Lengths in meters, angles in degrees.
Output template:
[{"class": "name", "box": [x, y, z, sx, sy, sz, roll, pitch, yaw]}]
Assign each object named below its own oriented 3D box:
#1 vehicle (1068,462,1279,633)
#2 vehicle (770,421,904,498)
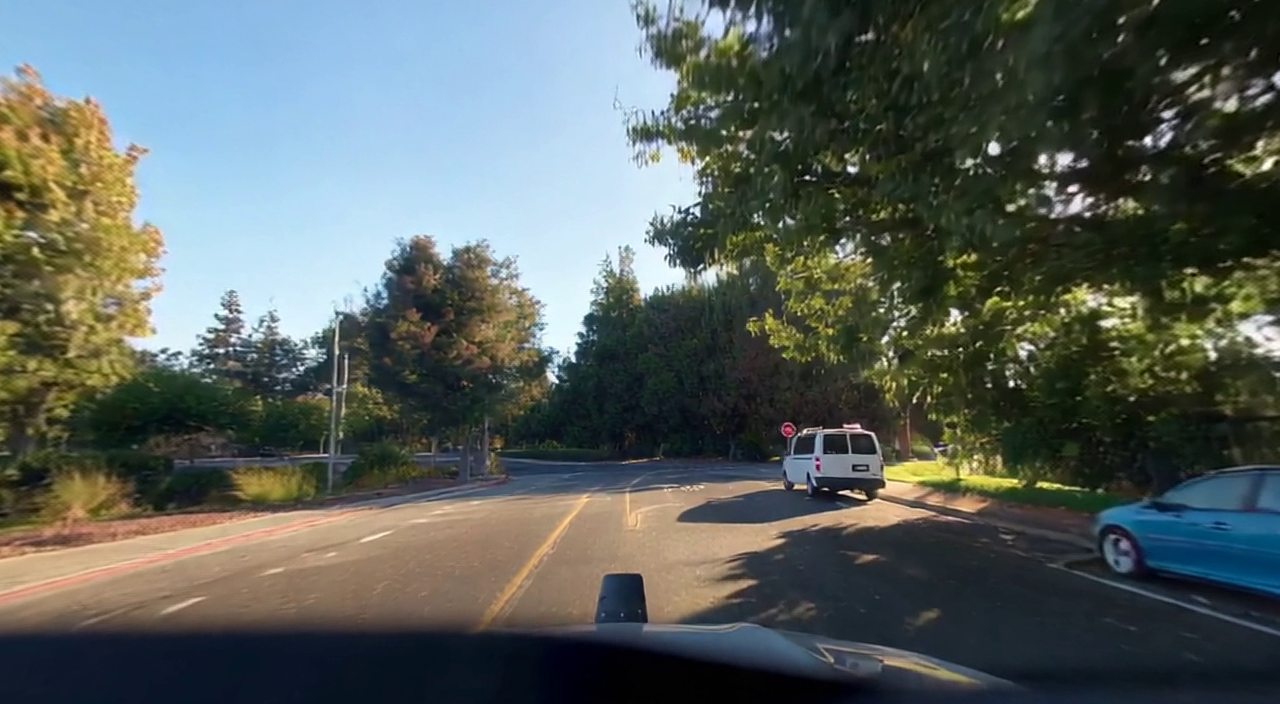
[{"class": "vehicle", "box": [6.027, 1.619, 5.296, 1.970, 1.269, 4.199, 0, -8, 1]}, {"class": "vehicle", "box": [6.411, 3.609, 21.621, 2.659, 2.245, 5.991, 0, -8, 0]}]
